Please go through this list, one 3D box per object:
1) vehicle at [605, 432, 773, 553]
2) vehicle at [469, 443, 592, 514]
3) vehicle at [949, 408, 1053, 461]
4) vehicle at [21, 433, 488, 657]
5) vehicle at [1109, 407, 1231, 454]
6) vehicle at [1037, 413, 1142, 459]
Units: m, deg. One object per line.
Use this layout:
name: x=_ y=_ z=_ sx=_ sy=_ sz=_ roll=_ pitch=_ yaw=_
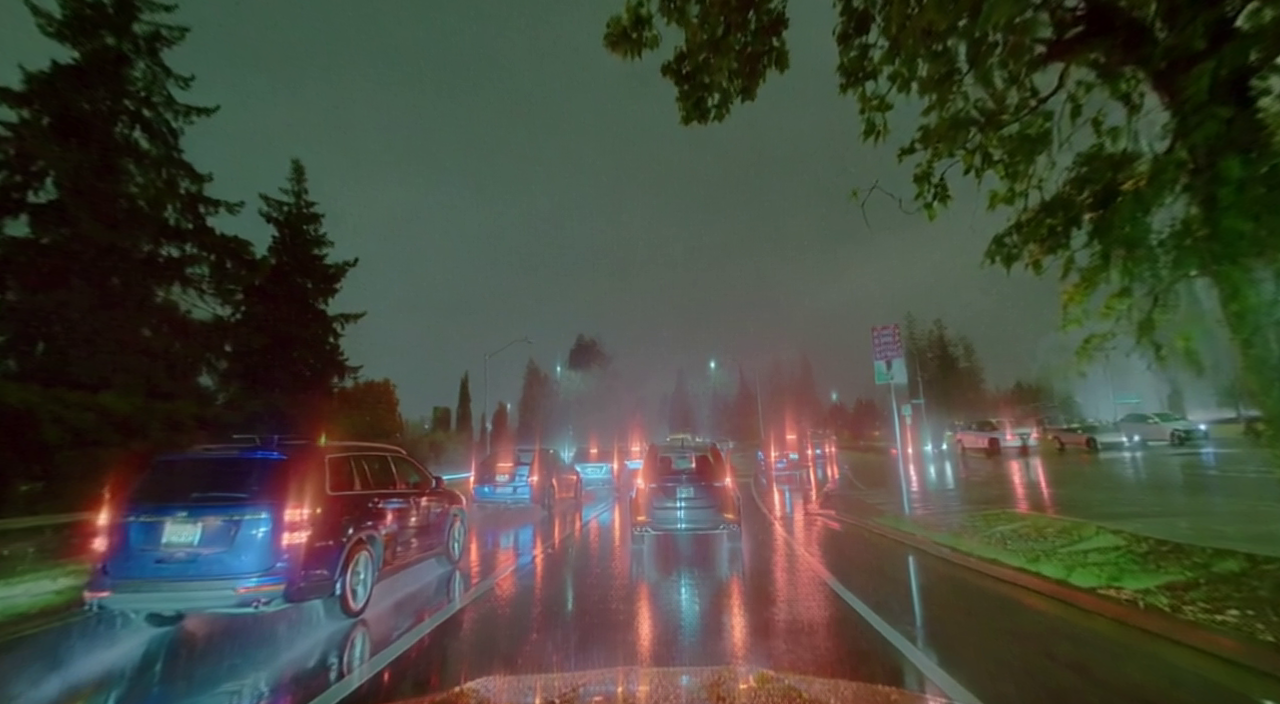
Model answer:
vehicle: x=0.752 y=2.113 z=10.174 sx=2.142 sy=1.528 sz=4.133 roll=-1 pitch=-9 yaw=4
vehicle: x=-2.501 y=3.006 z=15.520 sx=1.870 sy=1.490 sz=4.187 roll=-1 pitch=-9 yaw=6
vehicle: x=14.551 y=3.417 z=25.735 sx=2.288 sy=1.933 sz=4.612 roll=-2 pitch=-9 yaw=12
vehicle: x=-3.201 y=1.650 z=6.519 sx=1.940 sy=1.502 sz=4.241 roll=-1 pitch=-9 yaw=4
vehicle: x=20.551 y=3.094 z=24.643 sx=1.902 sy=1.529 sz=3.937 roll=-7 pitch=-9 yaw=13
vehicle: x=17.930 y=3.396 z=25.358 sx=1.803 sy=1.518 sz=3.893 roll=-7 pitch=-9 yaw=10
